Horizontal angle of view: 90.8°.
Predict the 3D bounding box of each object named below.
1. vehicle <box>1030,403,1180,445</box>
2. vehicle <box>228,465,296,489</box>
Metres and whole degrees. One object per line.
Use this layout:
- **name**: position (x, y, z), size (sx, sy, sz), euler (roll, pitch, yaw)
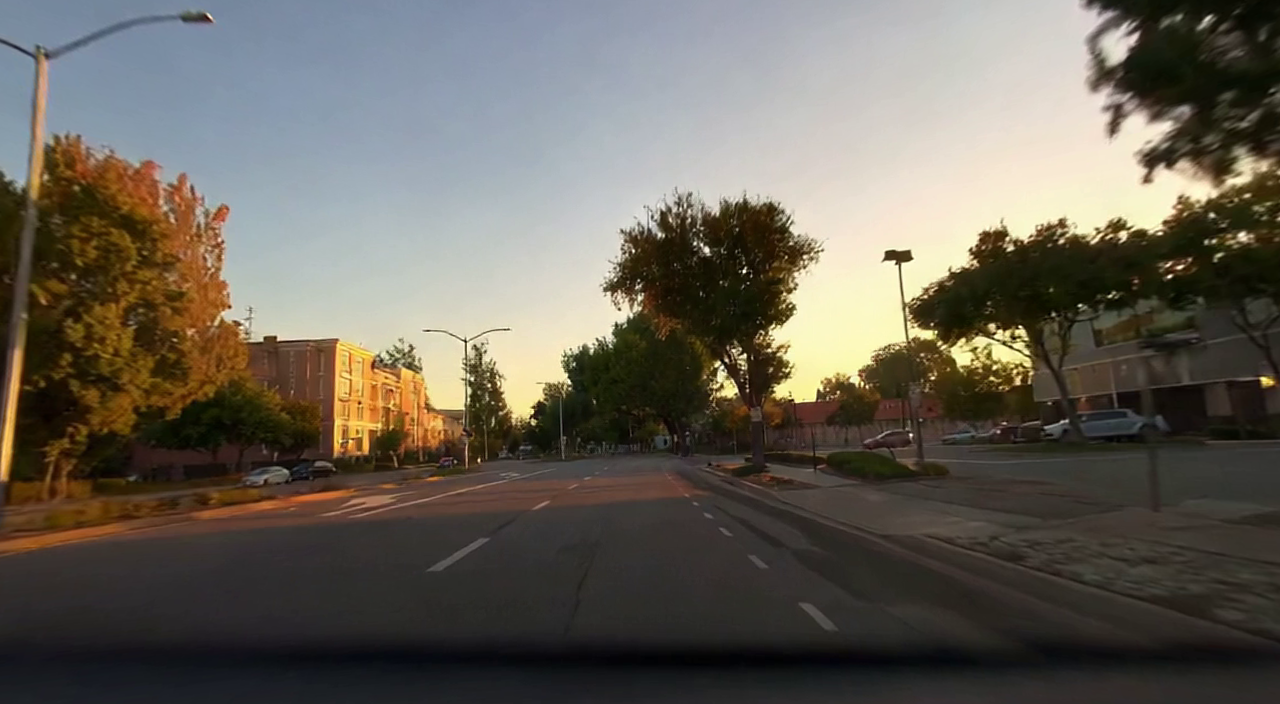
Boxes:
- **vehicle**: position (24.083, 3.794, 32.860), size (6.146, 2.098, 2.167), euler (0, -8, -4)
- **vehicle**: position (-26.850, 8.861, 45.064), size (1.916, 1.456, 4.597), euler (0, -8, 1)
